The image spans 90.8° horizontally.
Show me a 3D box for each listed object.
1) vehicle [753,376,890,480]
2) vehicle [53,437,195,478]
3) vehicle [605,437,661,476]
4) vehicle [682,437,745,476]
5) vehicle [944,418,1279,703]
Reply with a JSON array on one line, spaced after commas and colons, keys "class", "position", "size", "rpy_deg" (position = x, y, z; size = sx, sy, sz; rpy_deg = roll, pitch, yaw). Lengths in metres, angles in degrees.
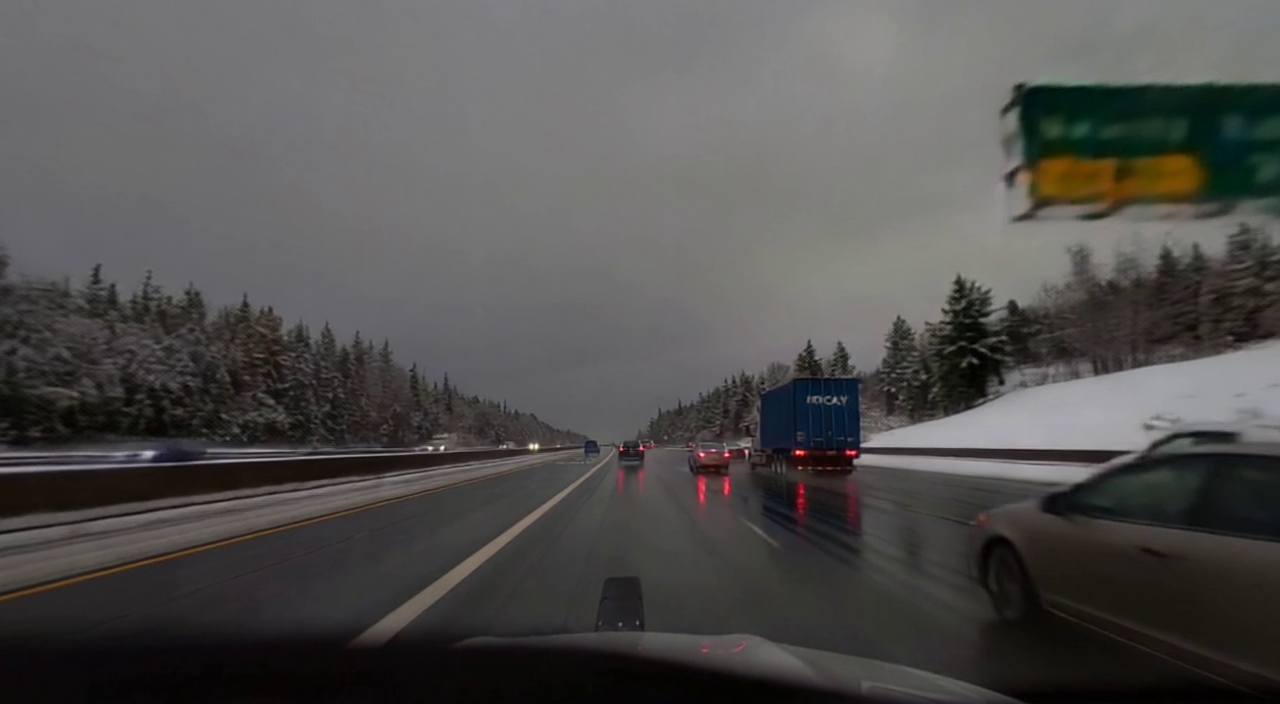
[{"class": "vehicle", "position": [7.183, 3.320, 26.642], "size": [2.799, 3.655, 8.627], "rpy_deg": [0, -9, -3]}, {"class": "vehicle", "position": [-20.721, 4.238, 25.672], "size": [1.874, 1.496, 4.682], "rpy_deg": [0, -9, -1]}, {"class": "vehicle", "position": [-0.320, 4.250, 25.869], "size": [2.098, 1.475, 3.997], "rpy_deg": [0, -8, -2]}, {"class": "vehicle", "position": [3.070, 4.505, 27.451], "size": [1.993, 1.504, 4.781], "rpy_deg": [0, -9, -3]}, {"class": "vehicle", "position": [3.263, 0.990, 2.503], "size": [1.865, 1.427, 4.448], "rpy_deg": [0, -8, -1]}]
